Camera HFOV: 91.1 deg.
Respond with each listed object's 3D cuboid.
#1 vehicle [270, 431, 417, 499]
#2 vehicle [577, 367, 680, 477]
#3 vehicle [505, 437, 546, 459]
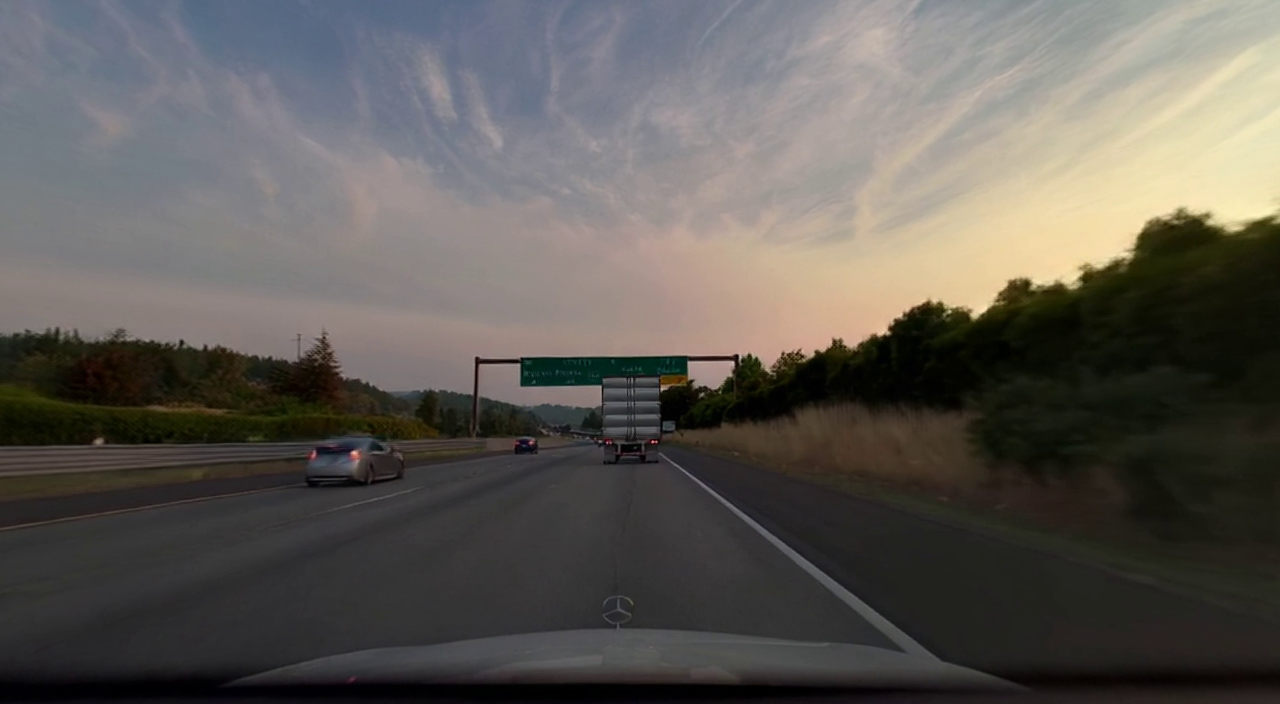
[{"bbox_3d":[-7.211,2.736,15.757,1.856,1.479,3.710,0,-8,0],"label":"vehicle"},{"bbox_3d":[-0.446,3.115,26.464,3.033,3.223,14.836,2,-8,-1],"label":"vehicle"},{"bbox_3d":[-7.800,6.553,43.112,1.949,1.437,4.296,0,-8,0],"label":"vehicle"}]
